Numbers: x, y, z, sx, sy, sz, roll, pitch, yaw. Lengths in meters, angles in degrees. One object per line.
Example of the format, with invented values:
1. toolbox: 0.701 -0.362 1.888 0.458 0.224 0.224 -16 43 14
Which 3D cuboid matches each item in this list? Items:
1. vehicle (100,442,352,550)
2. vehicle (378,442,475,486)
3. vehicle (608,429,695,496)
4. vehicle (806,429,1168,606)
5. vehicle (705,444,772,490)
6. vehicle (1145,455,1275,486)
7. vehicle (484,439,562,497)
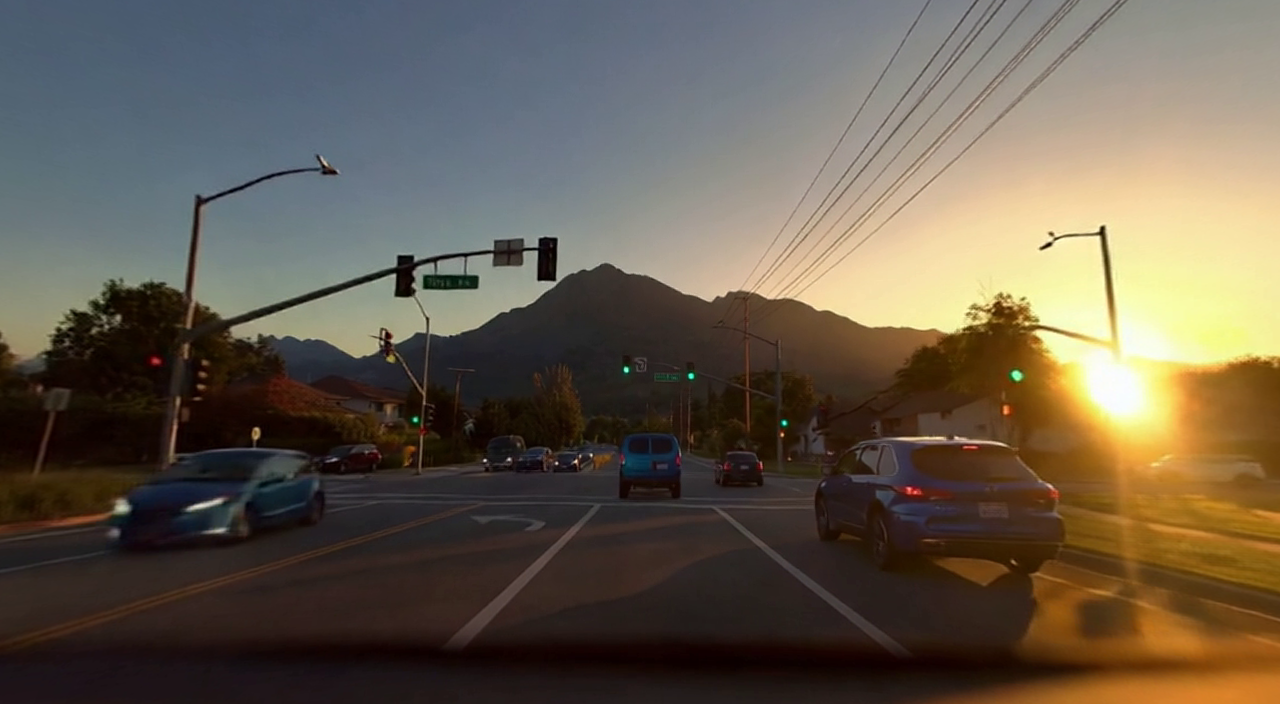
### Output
1. vehicle: -7.093 2.442 11.573 2.005 1.533 4.644 1 -8 -8
2. vehicle: -9.871 5.084 29.052 4.530 1.864 1.999 -7 -11 38
3. vehicle: 0.378 3.734 21.766 2.636 2.011 5.130 0 -8 1
4. vehicle: 3.927 1.920 8.412 2.155 1.658 4.721 0 -8 1
5. vehicle: 3.807 4.493 25.029 1.957 1.646 4.355 0 -8 0
6. vehicle: 29.178 6.042 32.365 4.649 1.481 2.019 0 -8 1
7. vehicle: -4.095 3.868 21.497 2.059 1.749 4.458 3 -9 -17
